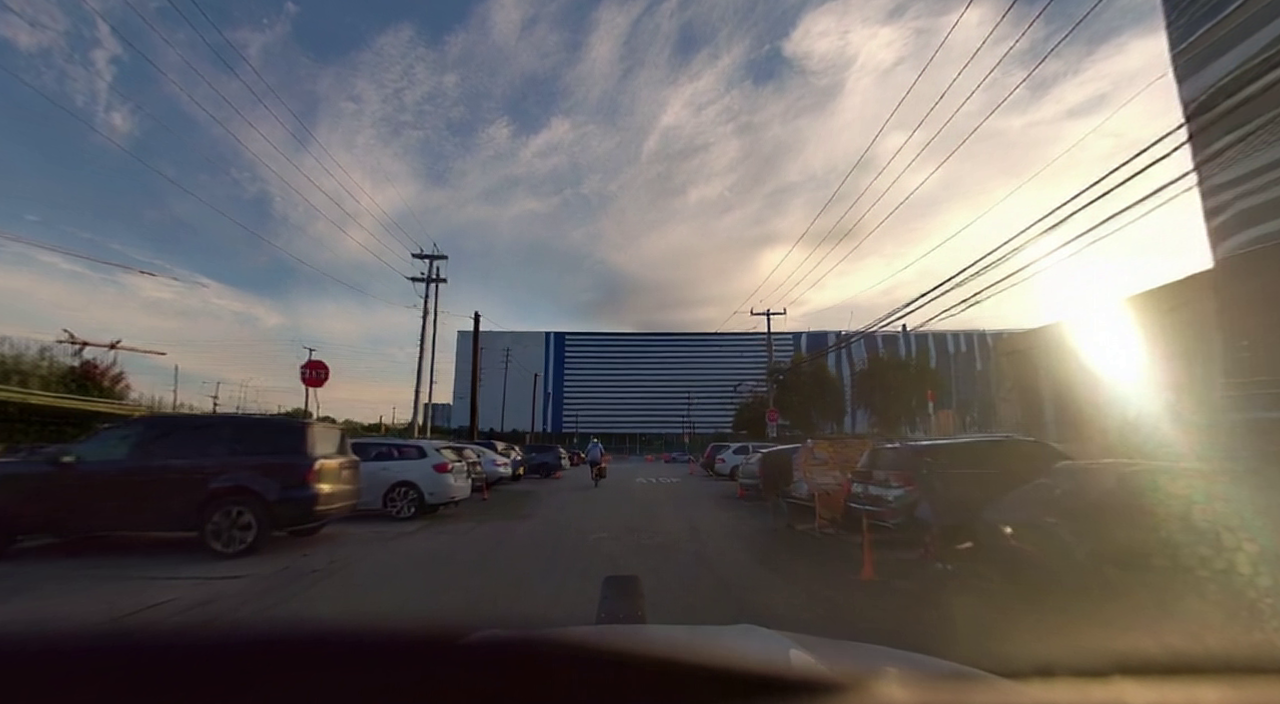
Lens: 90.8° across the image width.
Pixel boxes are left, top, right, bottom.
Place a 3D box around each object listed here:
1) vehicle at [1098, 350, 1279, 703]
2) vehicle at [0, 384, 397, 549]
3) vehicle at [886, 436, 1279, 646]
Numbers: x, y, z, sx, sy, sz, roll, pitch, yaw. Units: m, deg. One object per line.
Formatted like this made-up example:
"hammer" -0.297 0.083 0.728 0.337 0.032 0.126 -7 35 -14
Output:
"vehicle" 4.856 0.866 2.545 4.402 1.770 1.933 0 -8 2
"vehicle" -6.507 1.724 9.508 4.727 1.976 1.970 3 -12 1
"vehicle" 4.803 1.443 5.357 4.659 1.421 1.771 0 -8 -1
